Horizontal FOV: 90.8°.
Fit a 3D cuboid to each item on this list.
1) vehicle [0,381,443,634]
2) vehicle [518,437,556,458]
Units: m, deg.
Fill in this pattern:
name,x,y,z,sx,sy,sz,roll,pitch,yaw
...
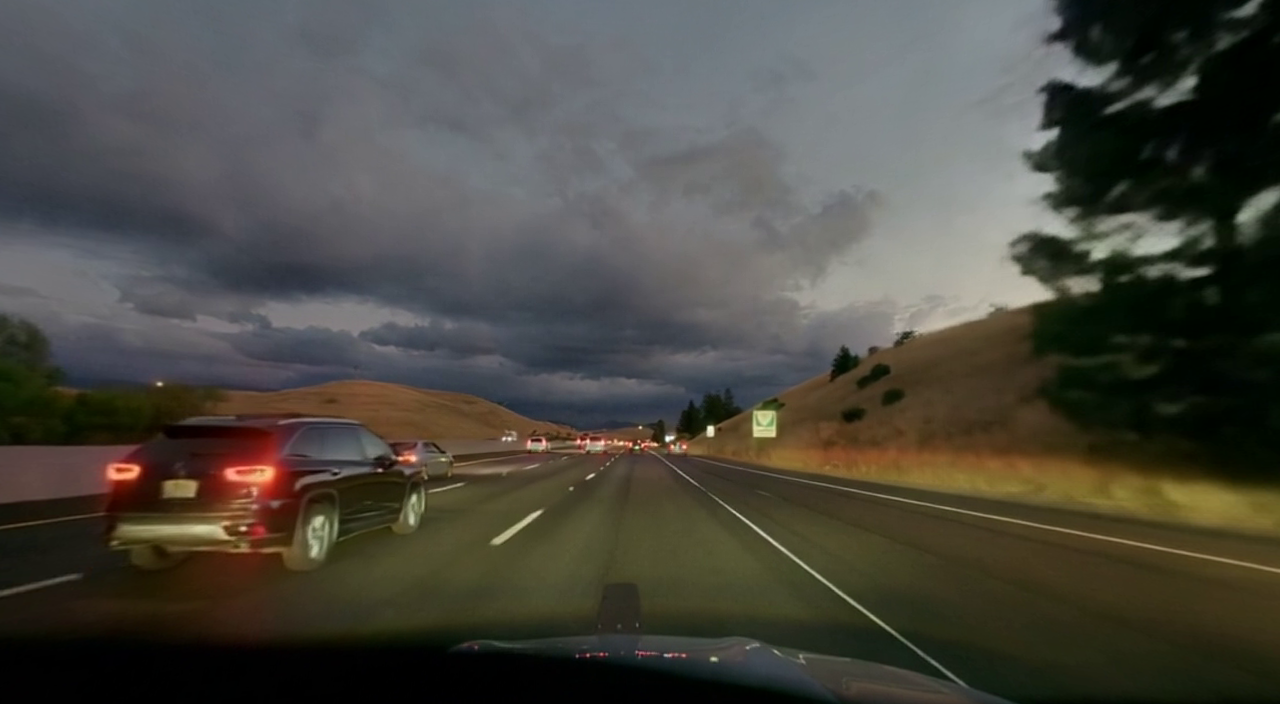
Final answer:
name,x,y,z,sx,sy,sz,roll,pitch,yaw
vehicle,-3.934,1.393,6.672,2.166,1.700,4.661,0,-8,0
vehicle,-7.587,7.116,47.021,2.020,1.447,4.322,0,-8,1
